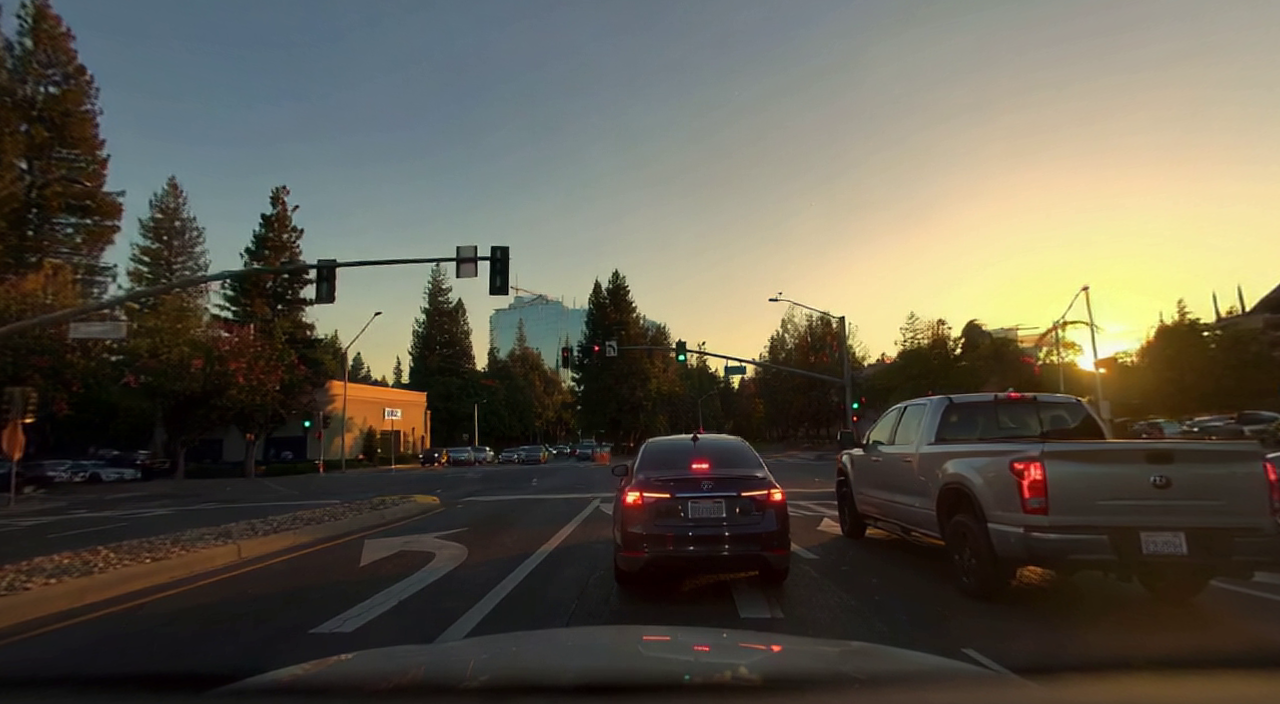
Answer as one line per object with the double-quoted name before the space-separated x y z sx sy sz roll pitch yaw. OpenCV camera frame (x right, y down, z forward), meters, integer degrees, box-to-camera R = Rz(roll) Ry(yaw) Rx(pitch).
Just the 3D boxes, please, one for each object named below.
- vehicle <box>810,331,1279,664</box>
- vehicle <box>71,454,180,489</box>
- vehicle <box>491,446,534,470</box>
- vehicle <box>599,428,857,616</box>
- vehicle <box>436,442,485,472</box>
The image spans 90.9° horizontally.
"vehicle" 3.794 1.290 6.748 2.358 2.116 5.328 0 -8 -1
"vehicle" -29.083 6.728 35.690 4.789 1.828 2.025 -2 -9 10
"vehicle" -8.455 7.064 42.179 2.002 1.469 4.301 0 -8 -1
"vehicle" 0.618 1.614 6.910 2.038 1.447 3.756 0 -8 -2
"vehicle" -11.865 6.936 41.908 1.991 1.844 4.393 0 -8 -1
